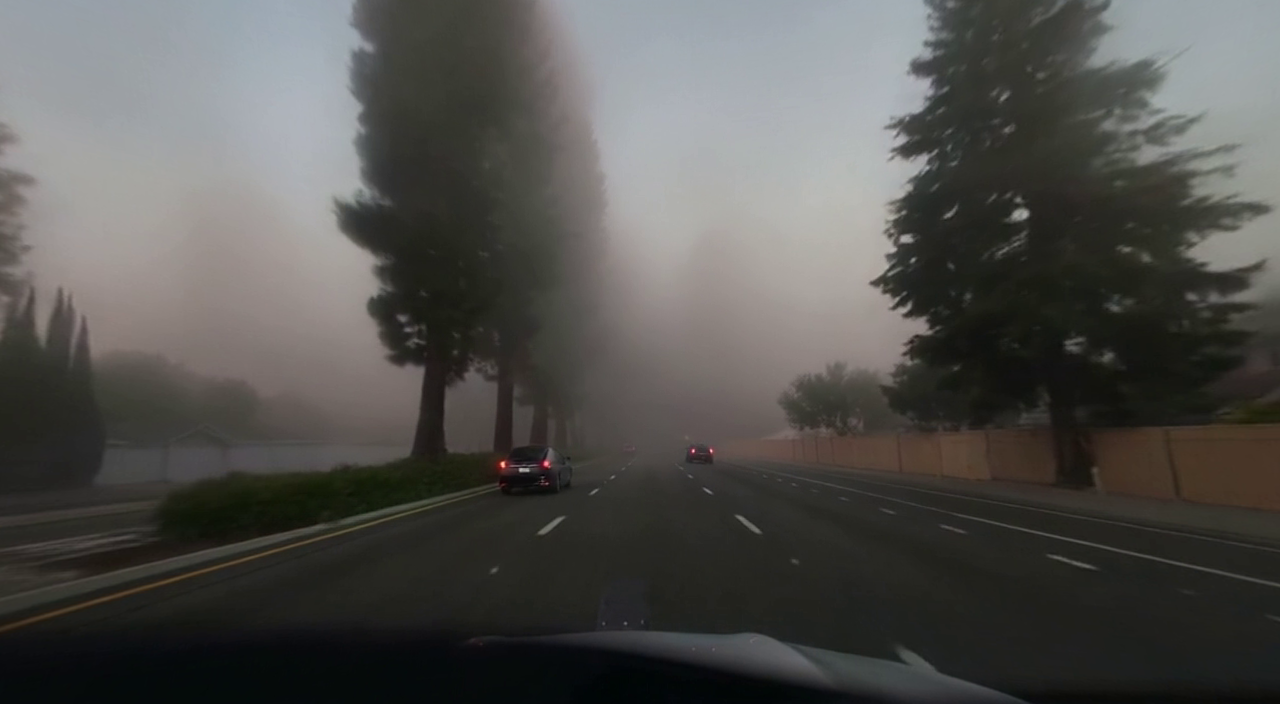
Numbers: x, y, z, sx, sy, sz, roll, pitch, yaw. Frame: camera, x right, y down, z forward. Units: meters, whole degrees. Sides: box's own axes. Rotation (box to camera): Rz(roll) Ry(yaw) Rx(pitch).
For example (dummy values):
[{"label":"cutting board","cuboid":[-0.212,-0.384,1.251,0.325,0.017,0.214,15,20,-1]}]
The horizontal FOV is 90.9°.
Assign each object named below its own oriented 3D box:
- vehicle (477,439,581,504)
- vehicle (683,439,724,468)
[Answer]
[{"label":"vehicle","cuboid":[-2.853,3.171,17.266,1.966,1.524,4.410,0,-8,1]},{"label":"vehicle","cuboid":[4.038,6.528,40.719,2.114,1.780,4.445,0,-8,-1]}]
